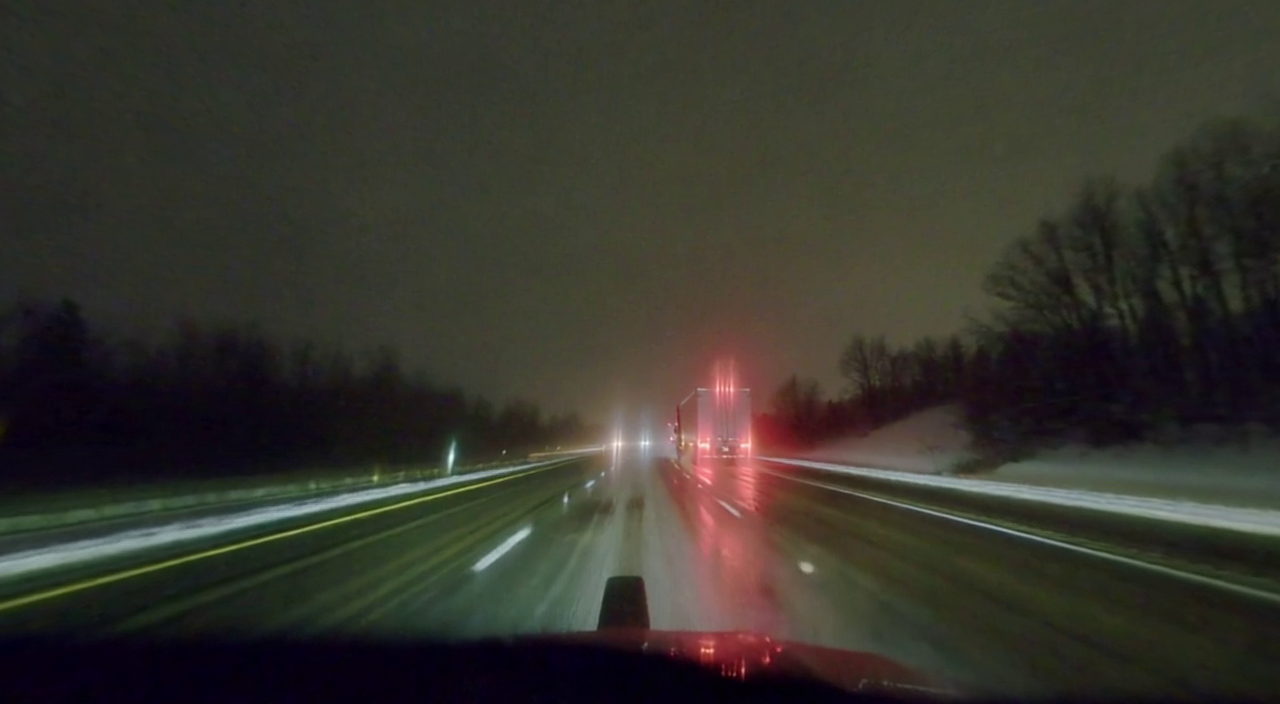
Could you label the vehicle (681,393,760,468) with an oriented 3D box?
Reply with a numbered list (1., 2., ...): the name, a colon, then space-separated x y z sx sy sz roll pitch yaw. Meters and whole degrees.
1. vehicle: 4.767 5.242 40.719 3.485 3.975 14.489 0 -8 1
